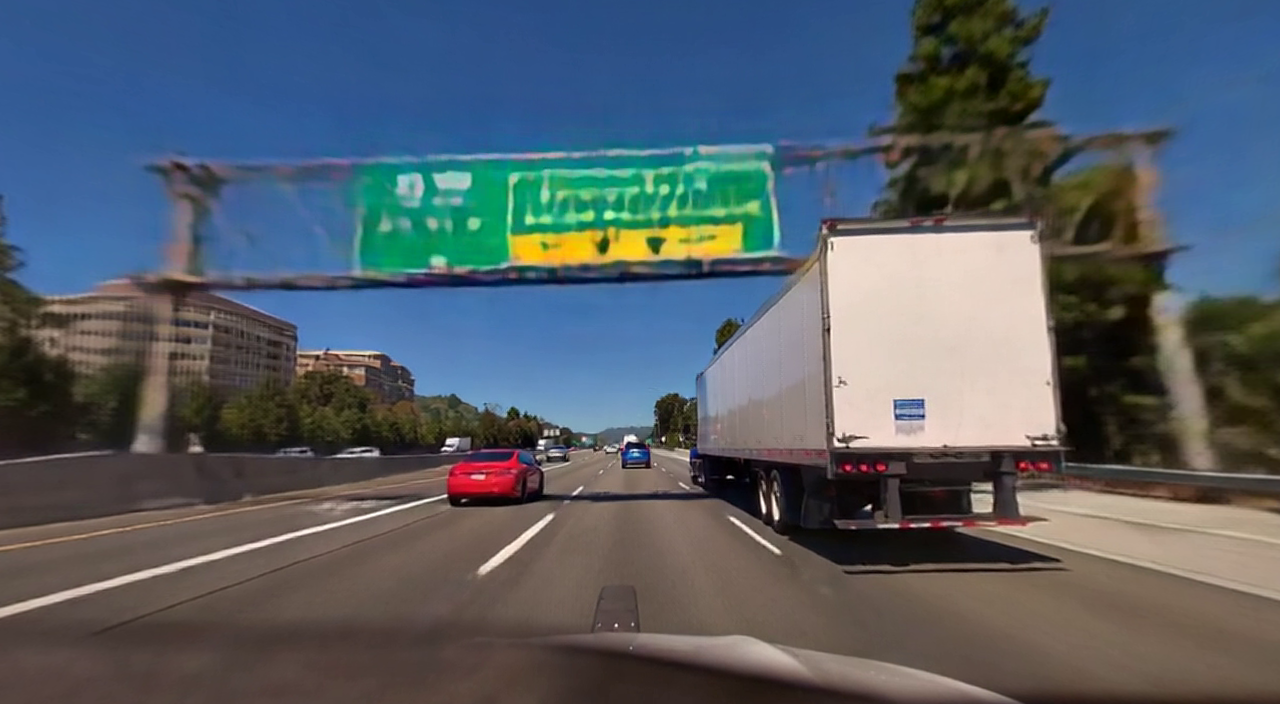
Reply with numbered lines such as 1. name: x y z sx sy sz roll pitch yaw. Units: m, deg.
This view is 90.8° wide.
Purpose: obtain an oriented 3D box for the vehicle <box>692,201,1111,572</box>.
1. vehicle: 3.410 1.451 14.428 2.876 4.086 15.117 0 -9 -1

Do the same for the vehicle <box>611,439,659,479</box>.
1. vehicle: -0.249 5.232 31.202 2.203 1.805 4.358 0 -9 0

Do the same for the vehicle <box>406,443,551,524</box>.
1. vehicle: -3.167 2.686 13.458 1.864 1.406 4.544 0 -9 0
